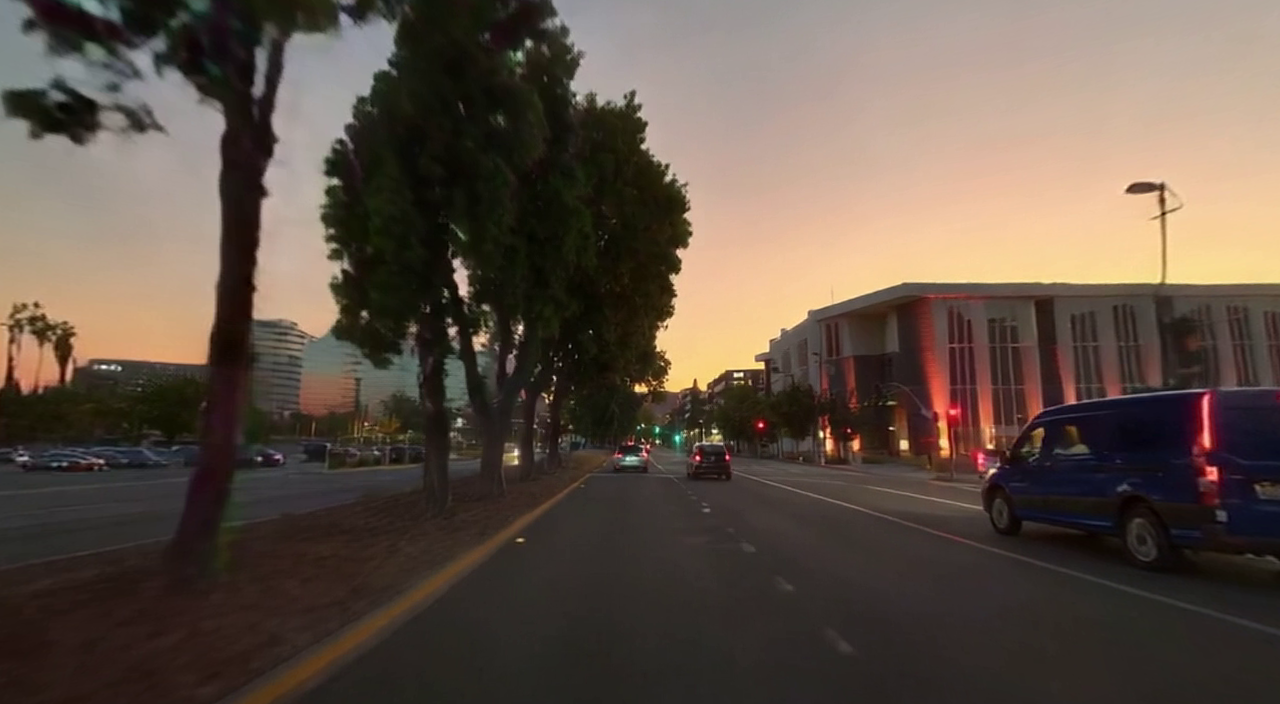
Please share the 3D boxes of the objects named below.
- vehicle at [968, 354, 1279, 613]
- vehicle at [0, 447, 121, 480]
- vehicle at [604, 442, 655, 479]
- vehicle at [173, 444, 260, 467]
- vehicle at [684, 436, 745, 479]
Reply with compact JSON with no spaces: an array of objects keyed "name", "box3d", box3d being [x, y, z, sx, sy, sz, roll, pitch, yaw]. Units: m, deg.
[{"name":"vehicle","box3d":[6.576,1.386,7.247,2.573,2.127,5.568,0,-8,0]},{"name":"vehicle","box3d":[-28.976,5.531,31.721,1.877,1.455,4.629,-1,-8,0]},{"name":"vehicle","box3d":[-0.449,4.714,27.715,2.095,1.456,3.873,0,-8,-1]},{"name":"vehicle","box3d":[-29.920,7.350,44.714,4.761,1.522,1.968,-2,-10,4]},{"name":"vehicle","box3d":[3.113,4.534,27.401,2.047,1.711,4.265,0,-8,-1]}]
